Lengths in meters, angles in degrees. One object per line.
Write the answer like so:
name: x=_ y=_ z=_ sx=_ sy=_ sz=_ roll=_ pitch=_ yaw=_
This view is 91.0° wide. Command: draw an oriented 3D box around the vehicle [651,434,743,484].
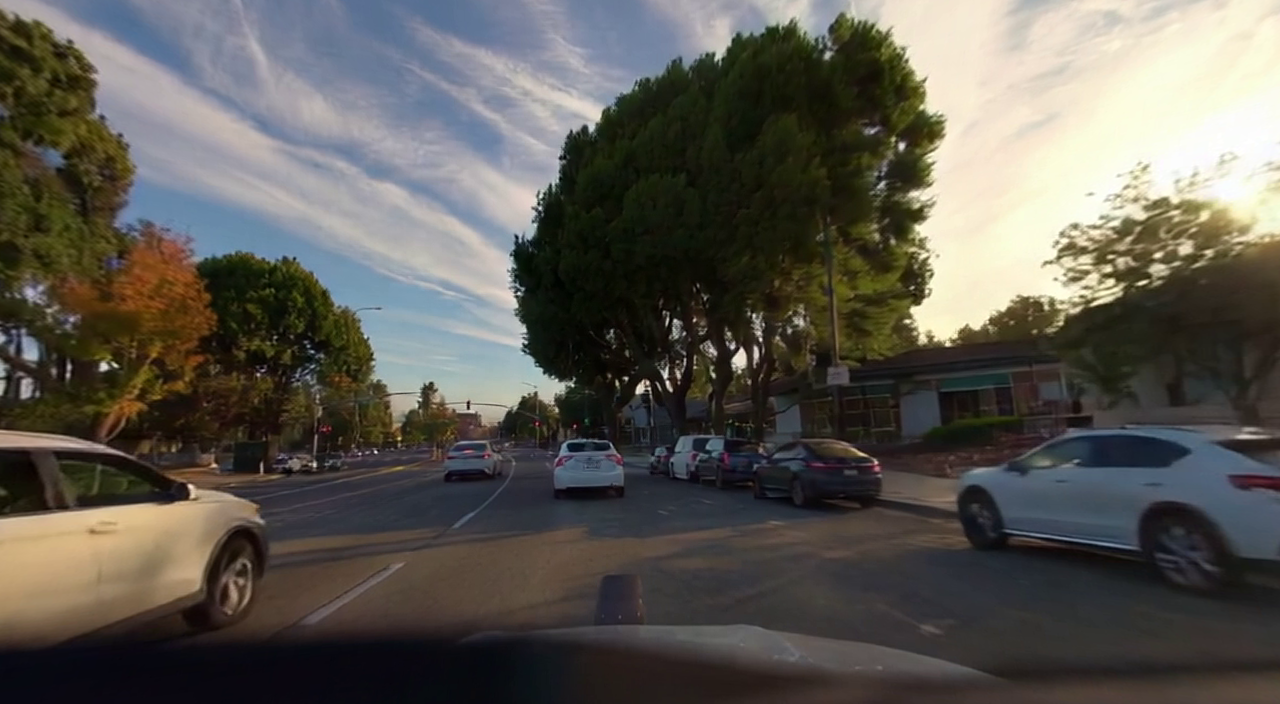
vehicle: x=1.841 y=3.680 z=22.044 sx=1.911 sy=1.534 sz=4.599 roll=2 pitch=-9 yaw=-12

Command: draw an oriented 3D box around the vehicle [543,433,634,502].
vehicle: x=-1.313 y=2.875 z=16.152 sx=2.001 sy=1.483 sz=4.442 roll=1 pitch=-8 yaw=-5

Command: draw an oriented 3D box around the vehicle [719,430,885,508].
vehicle: x=3.483 y=2.620 z=14.649 sx=1.867 sy=1.489 sz=4.694 roll=2 pitch=-9 yaw=-11

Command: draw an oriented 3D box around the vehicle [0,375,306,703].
vehicle: x=-4.217 y=1.092 z=3.813 sx=2.065 sy=1.714 sz=4.570 roll=0 pitch=-8 yaw=-3

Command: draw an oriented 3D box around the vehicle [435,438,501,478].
vehicle: x=-7.147 y=4.426 z=26.604 sx=2.105 sy=1.477 sz=4.857 roll=1 pitch=-8 yaw=-9

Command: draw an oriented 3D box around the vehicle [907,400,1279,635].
vehicle: x=4.834 y=1.406 z=6.285 sx=1.905 sy=1.537 sz=4.276 roll=1 pitch=-9 yaw=-10
